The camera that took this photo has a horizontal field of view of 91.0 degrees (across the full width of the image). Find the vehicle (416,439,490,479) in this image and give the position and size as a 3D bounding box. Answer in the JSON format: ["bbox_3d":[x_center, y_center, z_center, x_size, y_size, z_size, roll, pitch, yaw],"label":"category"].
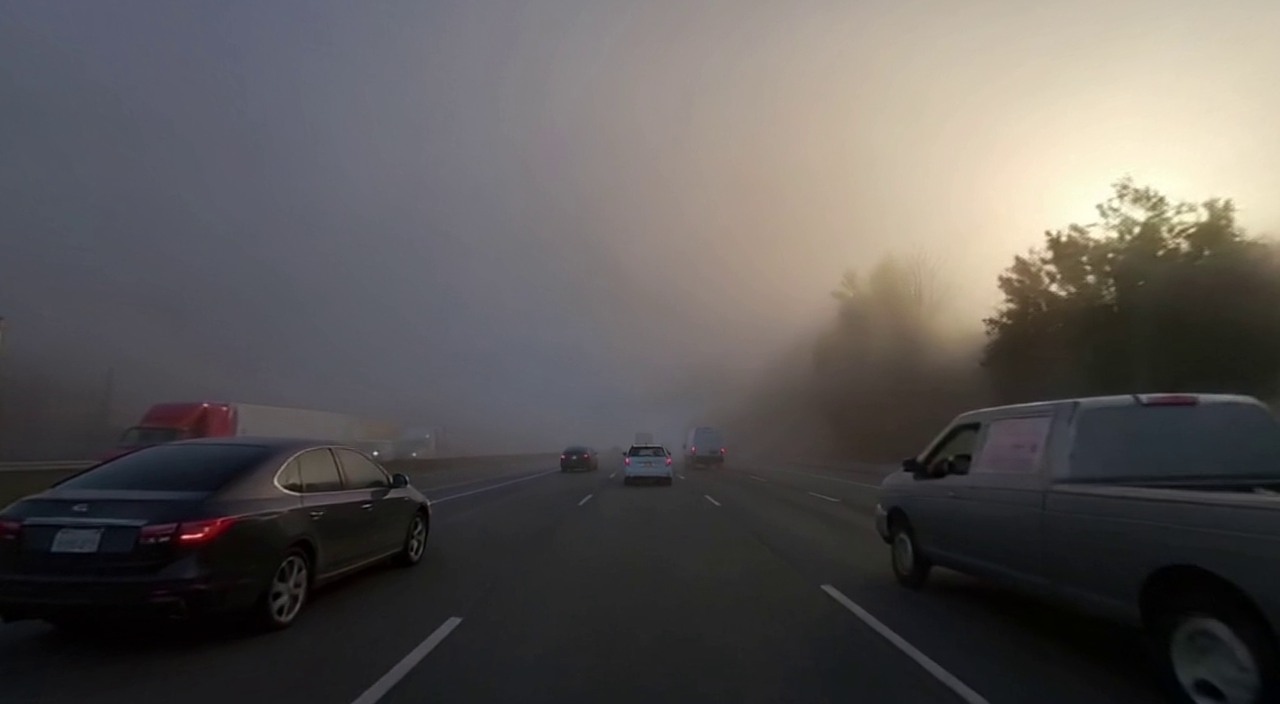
[{"bbox_3d":[-8.915,5.134,30.516,2.187,1.776,4.518,0,-9,0],"label":"vehicle"}]

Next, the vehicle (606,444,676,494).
[{"bbox_3d":[0.034,3.757,20.593,2.053,1.461,3.941,0,-9,0],"label":"vehicle"}]

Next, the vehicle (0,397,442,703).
[{"bbox_3d":[-3.353,1.352,5.243,1.956,1.602,4.258,0,-9,1],"label":"vehicle"}]

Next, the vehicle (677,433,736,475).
[{"bbox_3d":[3.508,5.547,34.370,2.460,2.086,5.576,0,-9,-1],"label":"vehicle"}]

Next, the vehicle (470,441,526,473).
[{"bbox_3d":[-8.358,6.220,37.407,2.168,1.749,4.698,0,-9,1],"label":"vehicle"}]

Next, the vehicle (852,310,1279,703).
[{"bbox_3d":[3.397,1.020,4.050,2.196,1.773,5.352,0,-9,0],"label":"vehicle"}]

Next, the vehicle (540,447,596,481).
[{"bbox_3d":[-3.298,5.194,29.506,2.062,1.459,4.365,0,-9,1],"label":"vehicle"}]
